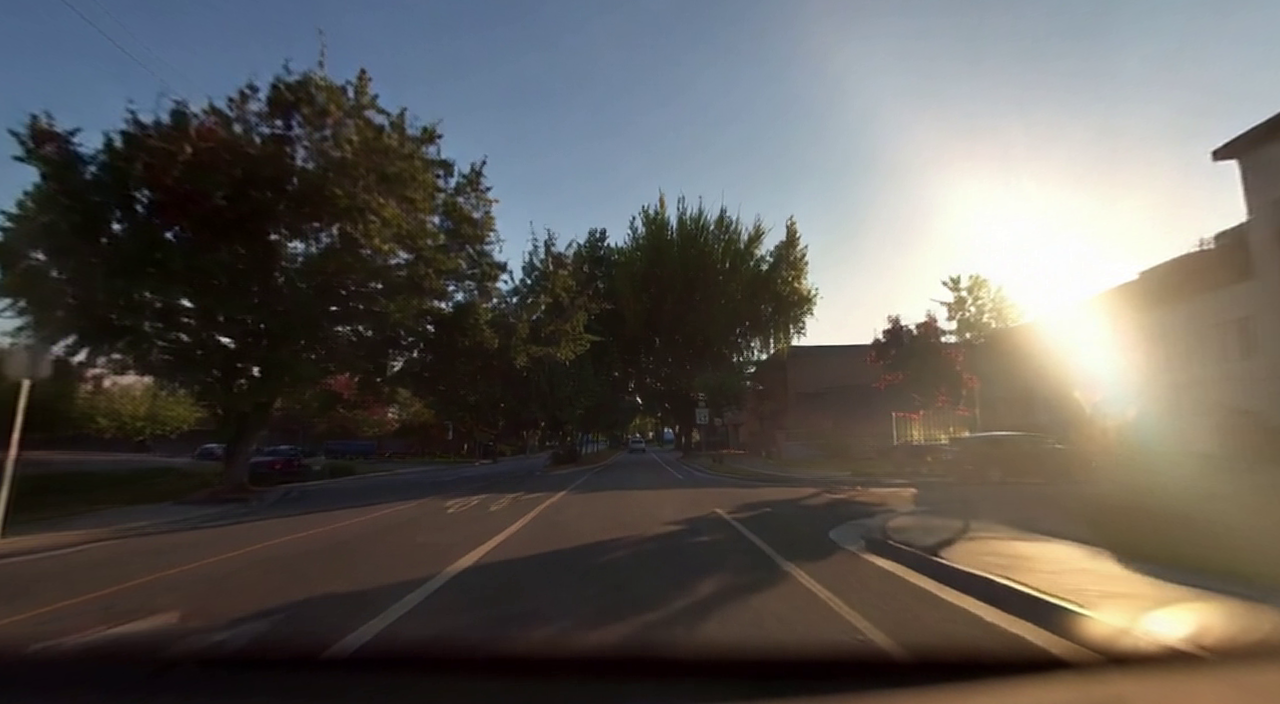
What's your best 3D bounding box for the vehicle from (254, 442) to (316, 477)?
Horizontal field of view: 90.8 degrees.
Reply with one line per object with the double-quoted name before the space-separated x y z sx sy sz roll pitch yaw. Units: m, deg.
"vehicle" -16.456 4.964 29.471 2.061 1.475 4.357 4 -9 -24
